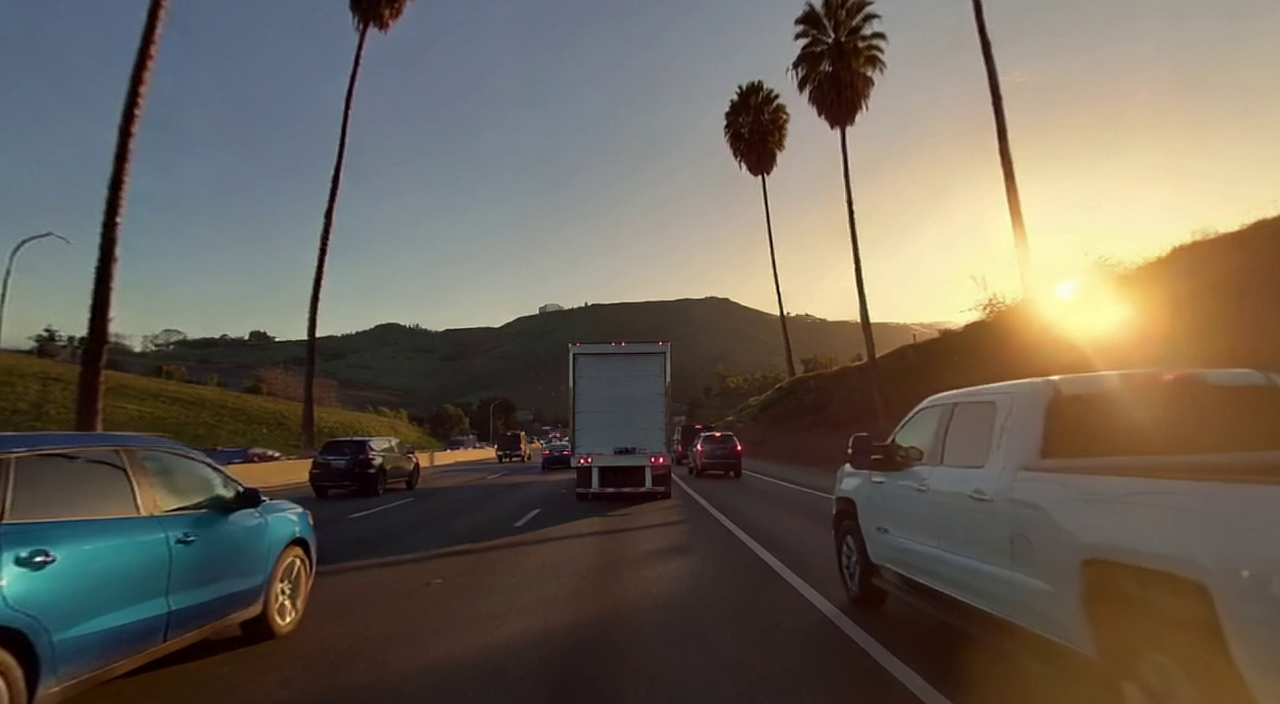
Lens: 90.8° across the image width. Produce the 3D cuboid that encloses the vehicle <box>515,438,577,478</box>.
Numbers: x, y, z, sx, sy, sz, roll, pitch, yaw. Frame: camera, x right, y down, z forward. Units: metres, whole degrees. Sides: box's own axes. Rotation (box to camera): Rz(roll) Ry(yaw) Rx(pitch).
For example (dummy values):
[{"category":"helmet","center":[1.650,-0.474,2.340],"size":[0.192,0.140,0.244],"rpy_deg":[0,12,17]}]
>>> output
[{"category":"vehicle","center":[-3.814,4.366,26.314],"size":[1.874,1.475,4.328],"rpy_deg":[0,-8,0]}]

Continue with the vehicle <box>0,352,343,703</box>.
[{"category":"vehicle","center":[-3.285,0.931,2.897],"size":[1.885,1.654,4.103],"rpy_deg":[0,-8,-1]}]

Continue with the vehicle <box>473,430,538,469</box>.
[{"category":"vehicle","center":[-7.354,5.414,35.183],"size":[2.344,1.954,5.579],"rpy_deg":[-1,-8,1]}]

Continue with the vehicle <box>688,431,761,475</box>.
[{"category":"vehicle","center":[2.915,3.626,22.901],"size":[1.859,1.416,4.695],"rpy_deg":[0,-8,-2]}]

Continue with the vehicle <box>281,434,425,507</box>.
[{"category":"vehicle","center":[-7.048,2.929,16.056],"size":[1.766,1.585,4.094],"rpy_deg":[0,-8,-1]}]

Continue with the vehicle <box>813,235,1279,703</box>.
[{"category":"vehicle","center":[2.627,0.813,2.801],"size":[2.098,1.827,5.538],"rpy_deg":[0,-8,0]}]

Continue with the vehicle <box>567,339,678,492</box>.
[{"category":"vehicle","center":[-0.428,2.441,22.157],"size":[2.906,4.040,10.743],"rpy_deg":[0,-8,0]}]
